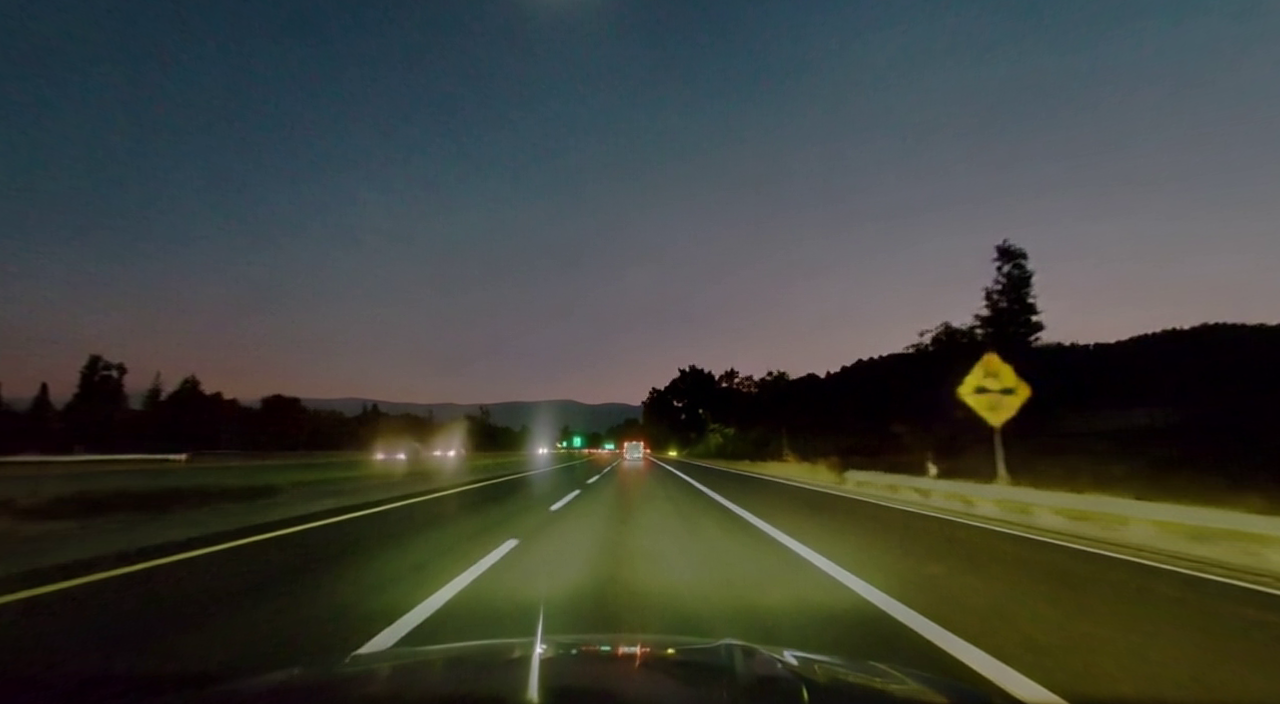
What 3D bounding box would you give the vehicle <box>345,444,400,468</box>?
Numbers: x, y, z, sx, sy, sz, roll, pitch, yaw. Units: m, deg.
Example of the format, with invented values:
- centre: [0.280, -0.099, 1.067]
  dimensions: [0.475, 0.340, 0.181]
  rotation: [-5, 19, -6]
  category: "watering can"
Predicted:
- centre: [-16.825, 6.568, 39.851]
  dimensions: [1.747, 1.441, 3.901]
  rotation: [0, -9, 0]
  category: "vehicle"
